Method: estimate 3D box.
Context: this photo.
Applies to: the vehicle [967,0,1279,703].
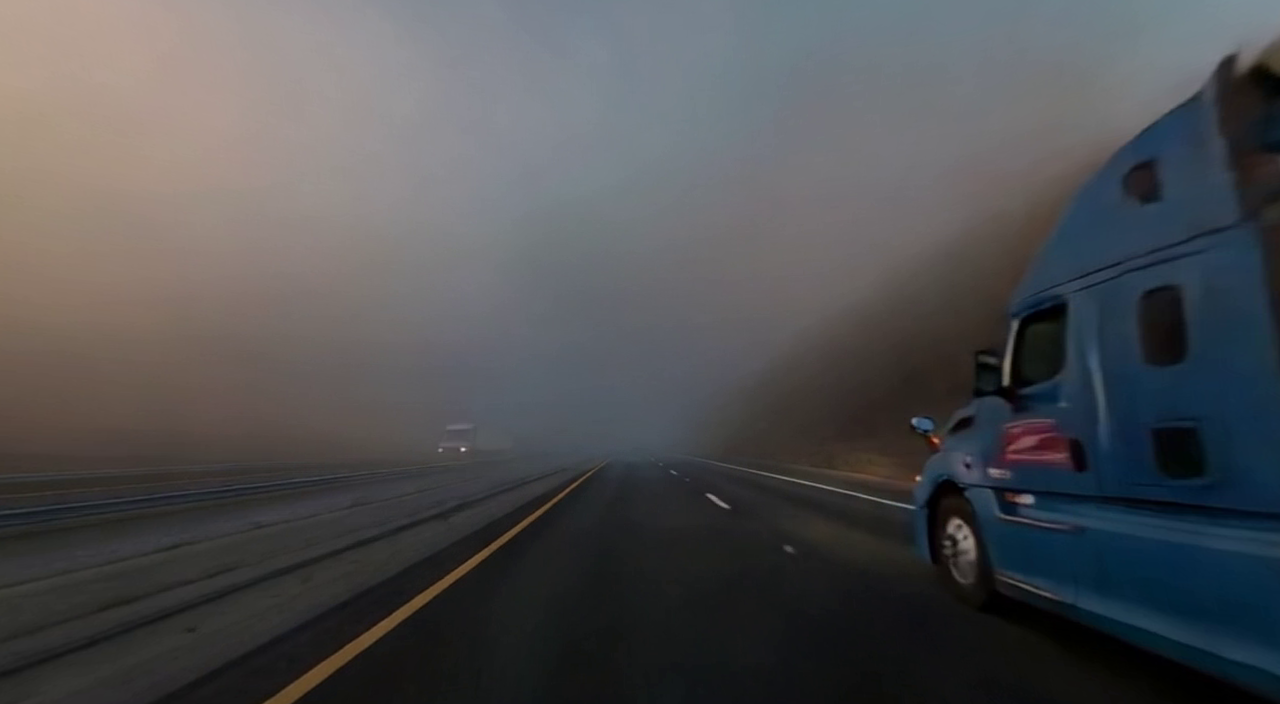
[{"bbox_3d":[4.122,-0.308,1.795,3.568,3.906,4.895,0,-8,0],"label":"vehicle"}]
